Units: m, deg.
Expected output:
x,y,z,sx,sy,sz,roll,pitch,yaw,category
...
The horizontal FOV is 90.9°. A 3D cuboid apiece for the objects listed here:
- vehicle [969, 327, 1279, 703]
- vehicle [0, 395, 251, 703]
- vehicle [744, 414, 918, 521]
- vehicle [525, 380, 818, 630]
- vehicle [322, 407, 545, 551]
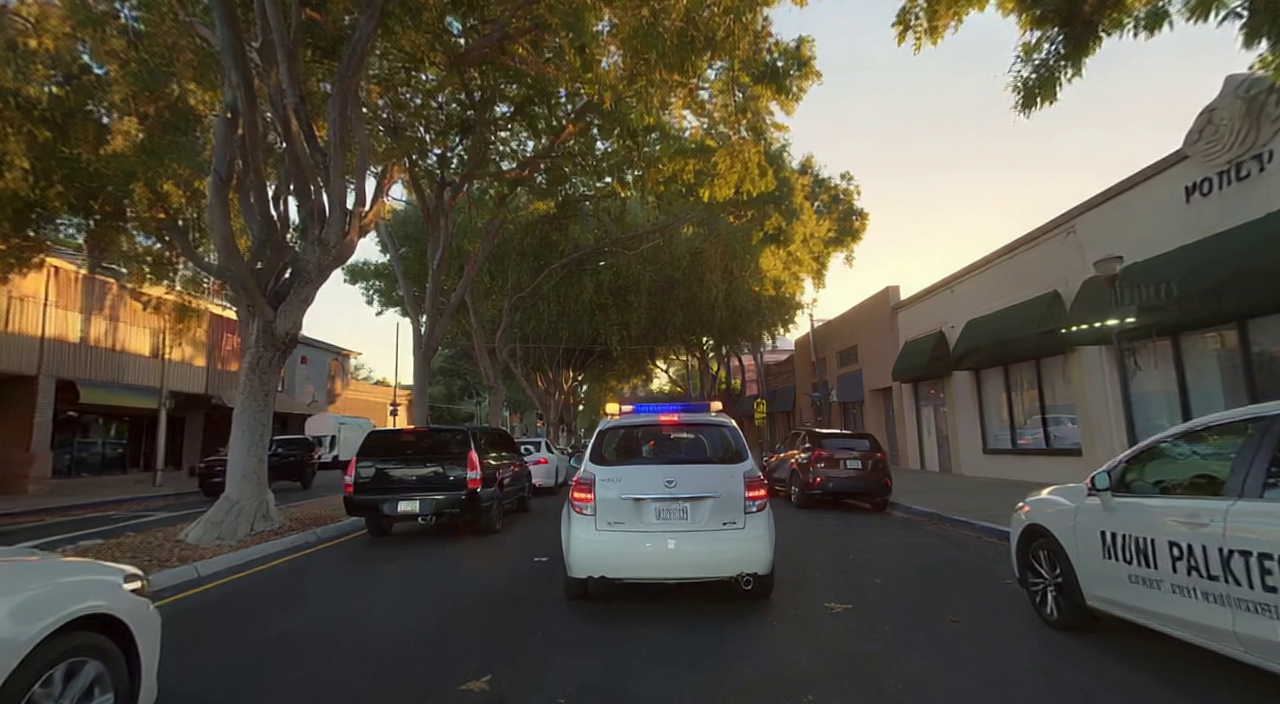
x,y,z,sx,sy,sz,roll,pitch,yaw,category
4.047,0.912,3.270,1.987,1.877,5.330,3,-8,2,vehicle
-2.896,0.736,0.972,1.908,1.474,4.257,0,-8,-1,vehicle
4.018,2.552,14.530,2.038,1.865,5.786,3,-9,-2,vehicle
0.212,1.378,6.564,2.075,1.770,4.018,0,-8,0,vehicle
-2.951,1.937,10.289,2.135,1.806,4.514,0,-8,-1,vehicle
